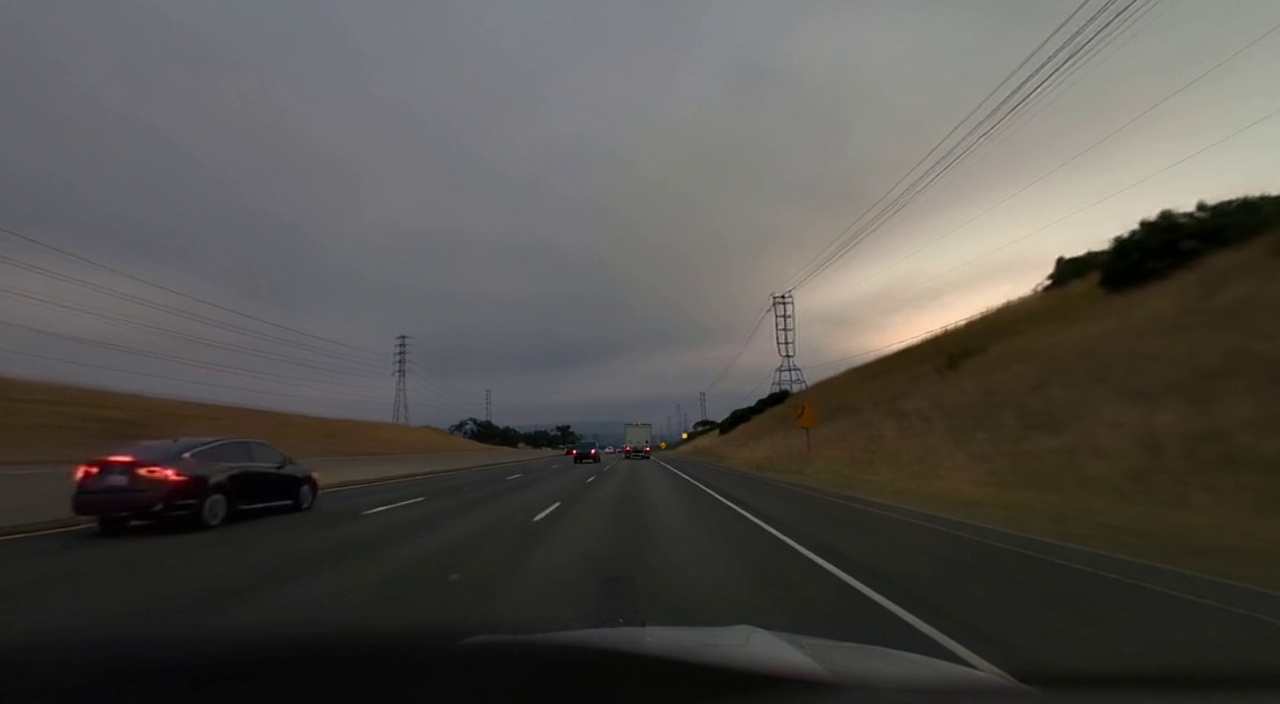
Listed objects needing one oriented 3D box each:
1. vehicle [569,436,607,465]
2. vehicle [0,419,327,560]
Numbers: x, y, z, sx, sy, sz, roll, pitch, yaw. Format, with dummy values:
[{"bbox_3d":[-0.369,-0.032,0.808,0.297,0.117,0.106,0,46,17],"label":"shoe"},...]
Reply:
[{"bbox_3d":[-3.625,6.940,44.545,2.207,1.949,4.911,0,-9,1],"label":"vehicle"},{"bbox_3d":[-6.892,1.892,9.399,2.066,1.558,4.607,0,-9,0],"label":"vehicle"}]
